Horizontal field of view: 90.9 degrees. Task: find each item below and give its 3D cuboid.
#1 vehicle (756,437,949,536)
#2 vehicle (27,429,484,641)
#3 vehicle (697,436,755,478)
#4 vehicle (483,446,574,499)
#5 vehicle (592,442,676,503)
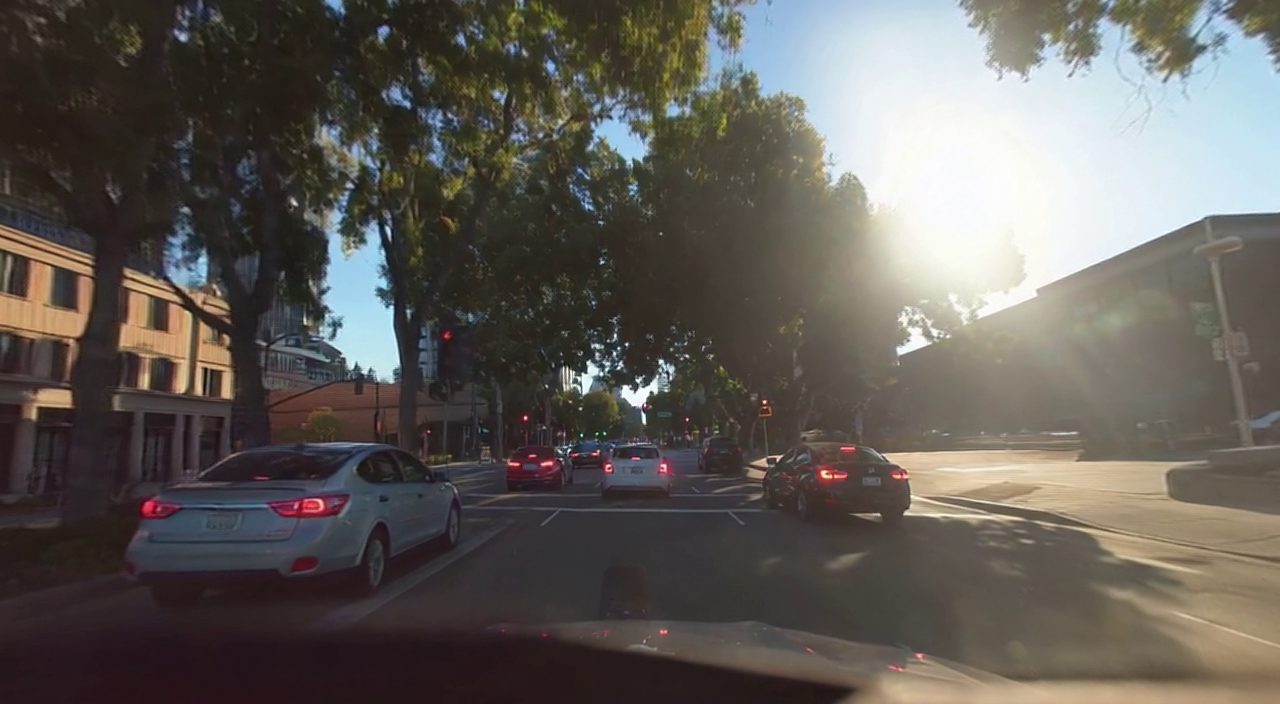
[{"bbox_3d":[3.681,2.397,11.943,1.990,1.486,4.431,0,-8,-2],"label":"vehicle"},{"bbox_3d":[-3.294,1.633,6.733,2.038,1.481,4.379,0,-8,1],"label":"vehicle"},{"bbox_3d":[4.244,5.285,32.038,2.142,1.957,5.443,0,-8,0],"label":"vehicle"},{"bbox_3d":[-3.354,3.686,19.804,2.002,1.465,4.098,0,-8,2],"label":"vehicle"},{"bbox_3d":[-0.190,3.306,17.760,2.101,1.480,3.929,0,-8,-1],"label":"vehicle"}]
